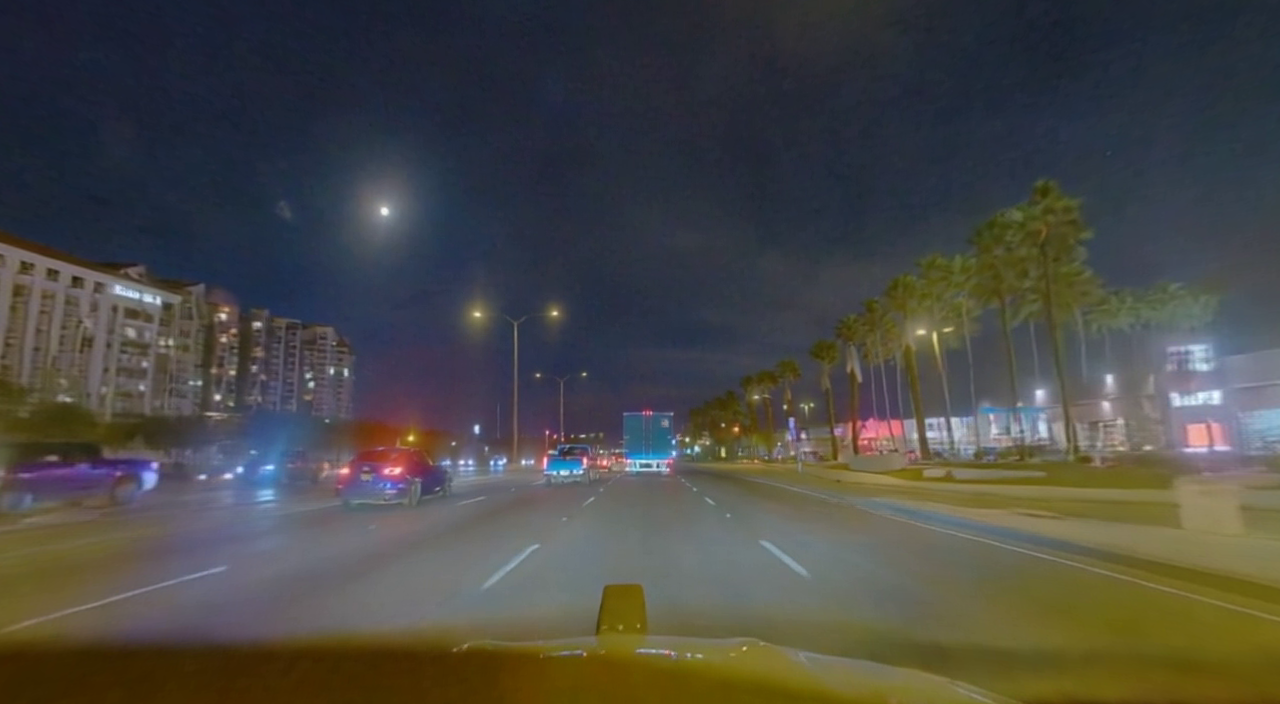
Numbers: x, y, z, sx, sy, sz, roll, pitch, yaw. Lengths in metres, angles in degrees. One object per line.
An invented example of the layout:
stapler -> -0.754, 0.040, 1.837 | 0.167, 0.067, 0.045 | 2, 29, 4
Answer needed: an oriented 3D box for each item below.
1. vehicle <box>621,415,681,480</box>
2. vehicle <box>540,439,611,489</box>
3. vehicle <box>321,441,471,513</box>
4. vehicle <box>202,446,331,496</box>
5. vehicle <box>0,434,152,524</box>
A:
vehicle -> 0.611, 5.248, 34.515 | 2.993, 3.235, 6.692 | 0, -9, 1
vehicle -> -2.479, 4.490, 25.495 | 2.178, 1.826, 4.933 | 0, -9, 2
vehicle -> -6.236, 3.231, 16.803 | 2.045, 1.630, 4.680 | 0, -9, 1
vehicle -> -14.411, 4.595, 24.609 | 2.100, 1.746, 4.662 | 0, -9, 1
vehicle -> -14.517, 2.938, 14.846 | 2.010, 1.885, 4.606 | -1, -9, 4
